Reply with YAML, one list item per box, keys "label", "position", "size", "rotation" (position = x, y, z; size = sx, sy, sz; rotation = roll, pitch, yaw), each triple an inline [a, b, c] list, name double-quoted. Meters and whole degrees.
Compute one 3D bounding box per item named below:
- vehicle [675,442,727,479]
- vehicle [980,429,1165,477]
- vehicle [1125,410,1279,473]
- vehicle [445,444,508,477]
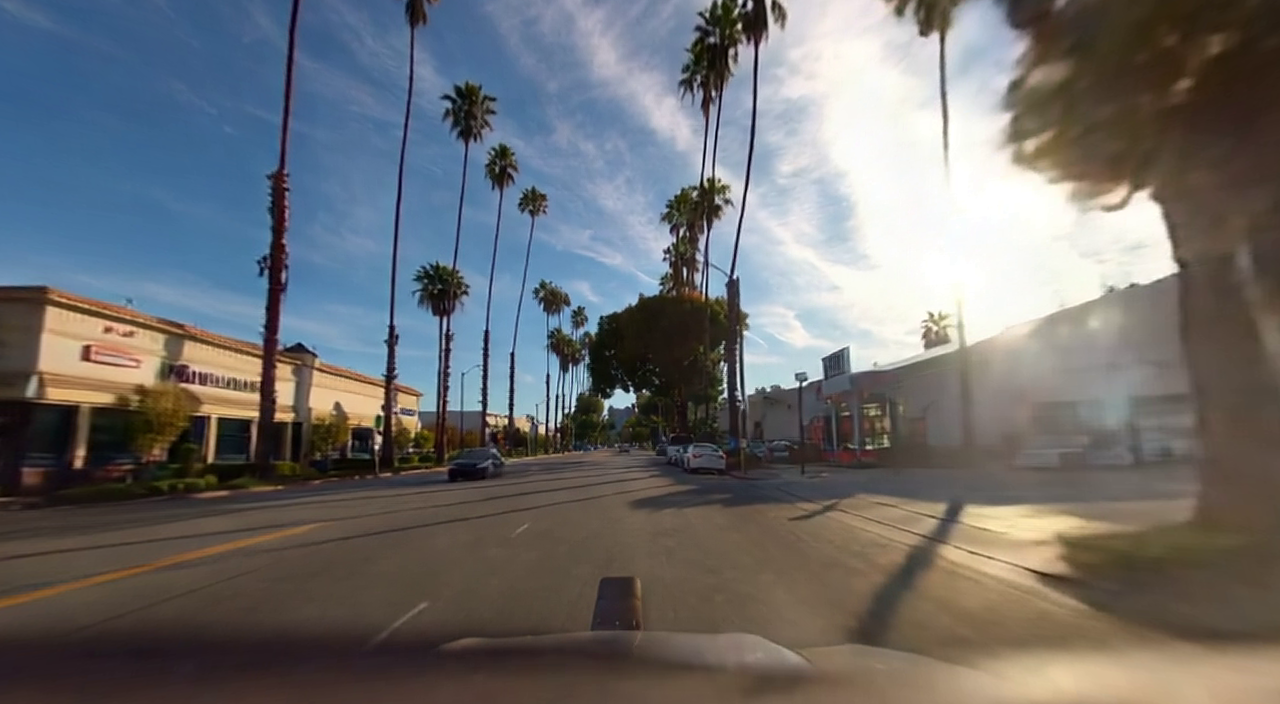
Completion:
- label: "vehicle"
  position: [2.815, 5.136, 30.169]
  size: [2.046, 1.588, 4.508]
  rotation: [0, -9, 0]
- label: "vehicle"
  position: [14.674, 3.462, 21.668]
  size: [4.793, 1.537, 2.105]
  rotation: [0, -8, -1]
- label: "vehicle"
  position: [20.263, 3.080, 21.720]
  size: [5.214, 2.017, 2.220]
  rotation: [0, -8, 1]
- label: "vehicle"
  position: [-7.862, 5.251, 30.739]
  size: [1.923, 1.485, 4.186]
  rotation: [0, -9, 0]
